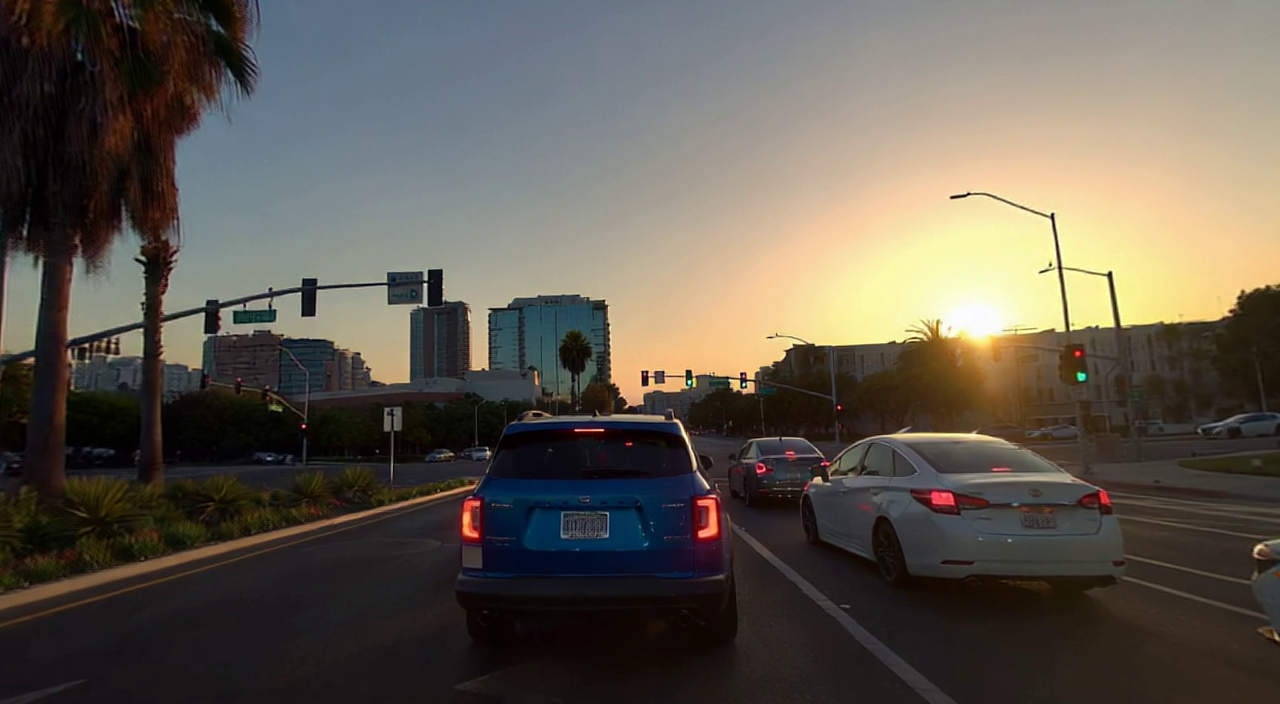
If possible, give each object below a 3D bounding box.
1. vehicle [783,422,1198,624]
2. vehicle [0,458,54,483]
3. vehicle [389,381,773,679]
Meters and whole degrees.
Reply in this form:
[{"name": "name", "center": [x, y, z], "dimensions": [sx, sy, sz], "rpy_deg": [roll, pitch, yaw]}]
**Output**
[{"name": "vehicle", "center": [3.110, 1.602, 6.943], "dimensions": [1.971, 1.473, 4.495], "rpy_deg": [0, -8, 0]}, {"name": "vehicle", "center": [-47.870, 8.892, 47.267], "dimensions": [5.347, 1.785, 2.123], "rpy_deg": [0, -8, 2]}, {"name": "vehicle", "center": [-0.340, 1.312, 5.686], "dimensions": [2.172, 1.694, 4.055], "rpy_deg": [0, -8, 0]}]
